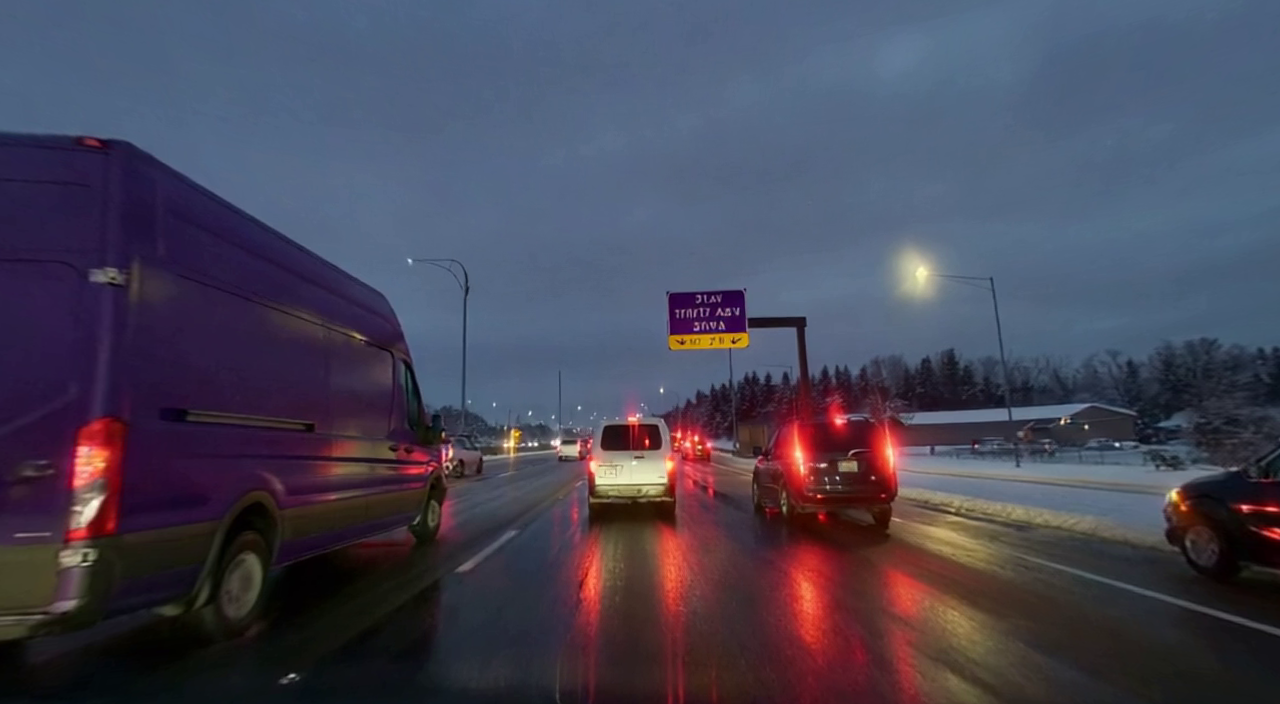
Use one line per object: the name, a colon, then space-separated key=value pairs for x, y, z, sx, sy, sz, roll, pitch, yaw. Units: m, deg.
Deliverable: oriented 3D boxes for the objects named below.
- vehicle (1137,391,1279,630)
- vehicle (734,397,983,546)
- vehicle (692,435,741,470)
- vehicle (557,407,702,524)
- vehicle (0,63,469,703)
vehicle: x=5.589 y=1.010 z=3.646 sx=1.987 sy=1.689 sz=4.098 roll=1 pitch=-8 yaw=-1
vehicle: x=3.193 y=1.916 z=10.715 sx=2.341 sy=1.890 sz=5.144 roll=1 pitch=-8 yaw=-1
vehicle: x=3.969 y=5.310 z=33.531 sx=2.064 sy=1.720 sz=4.416 roll=0 pitch=-8 yaw=0
vehicle: x=-0.144 y=2.116 z=12.210 sx=2.287 sy=1.823 sz=4.369 roll=0 pitch=-8 yaw=0
vehicle: x=-3.720 y=0.642 z=5.763 sx=2.415 sy=2.821 sz=6.636 roll=0 pitch=-8 yaw=0
